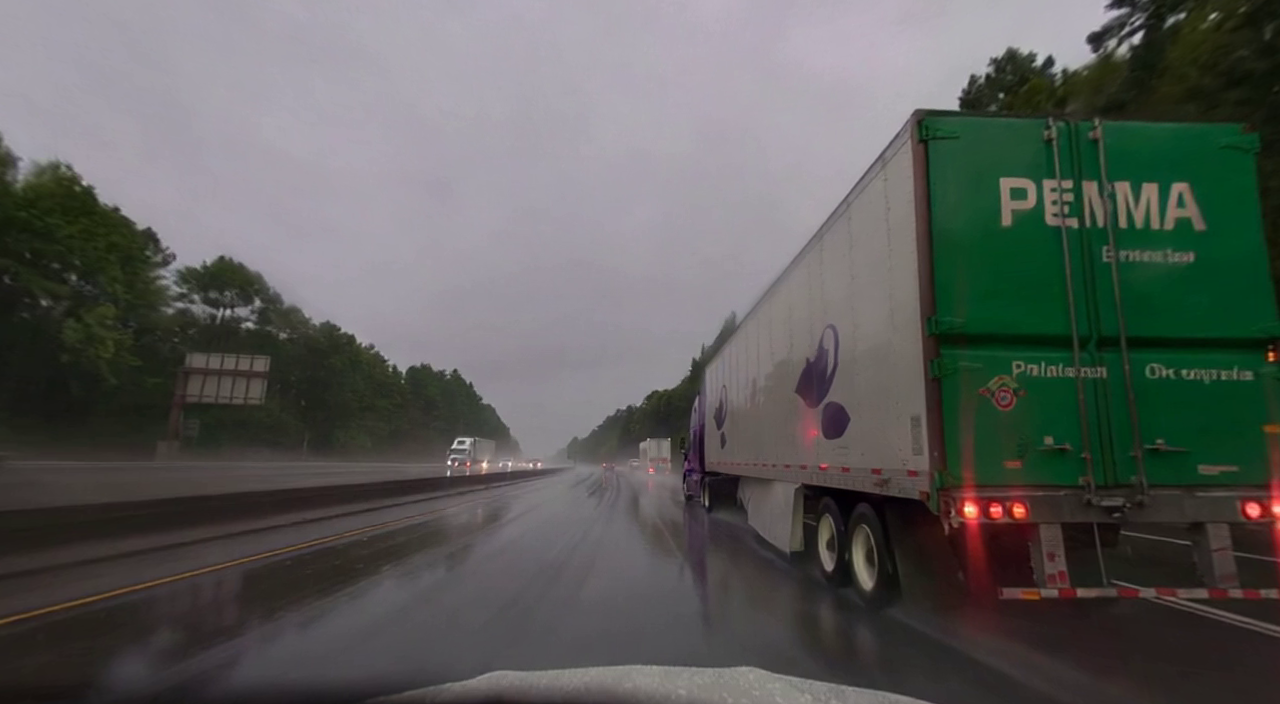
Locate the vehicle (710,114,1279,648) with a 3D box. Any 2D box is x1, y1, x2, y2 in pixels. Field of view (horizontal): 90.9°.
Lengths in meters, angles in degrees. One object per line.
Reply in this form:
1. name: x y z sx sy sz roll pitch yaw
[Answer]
1. vehicle: 3.558 1.331 11.657 2.856 4.040 14.009 1 -10 0
